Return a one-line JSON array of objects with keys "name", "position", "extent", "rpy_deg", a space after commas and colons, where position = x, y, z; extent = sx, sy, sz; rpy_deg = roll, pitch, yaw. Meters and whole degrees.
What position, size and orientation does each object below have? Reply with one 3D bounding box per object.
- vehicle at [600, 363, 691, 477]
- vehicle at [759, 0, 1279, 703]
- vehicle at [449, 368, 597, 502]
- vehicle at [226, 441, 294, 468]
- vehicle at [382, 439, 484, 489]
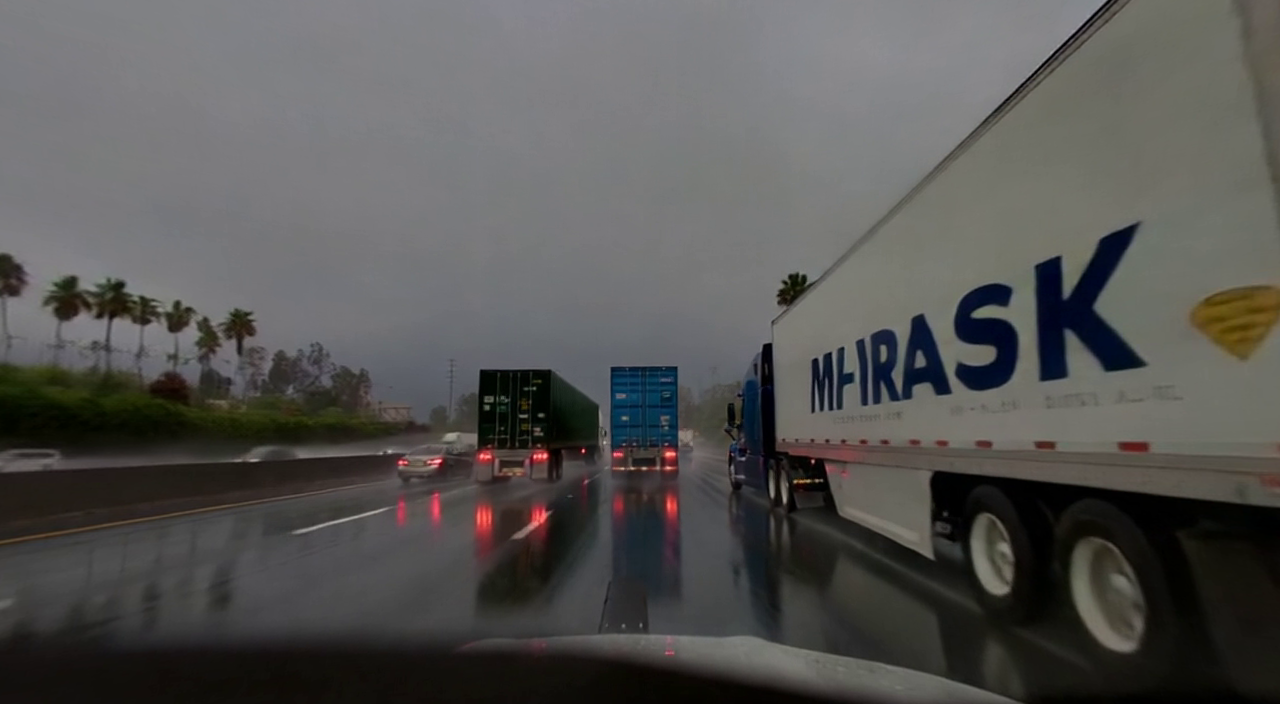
[{"name": "vehicle", "position": [0.260, 3.682, 30.606], "extent": [3.097, 3.856, 18.209], "rpy_deg": [0, -9, 0]}, {"name": "vehicle", "position": [4.403, 0.501, 8.695], "extent": [2.887, 4.178, 14.553], "rpy_deg": [0, -8, 1]}, {"name": "vehicle", "position": [-3.216, 2.797, 20.904], "extent": [2.786, 3.228, 11.082], "rpy_deg": [0, -8, 0]}, {"name": "vehicle", "position": [-20.105, 5.423, 33.489], "extent": [1.504, 1.357, 3.268], "rpy_deg": [0, -8, 1]}, {"name": "vehicle", "position": [-6.784, 3.693, 21.222], "extent": [1.916, 1.465, 4.451], "rpy_deg": [0, -8, 0]}]
